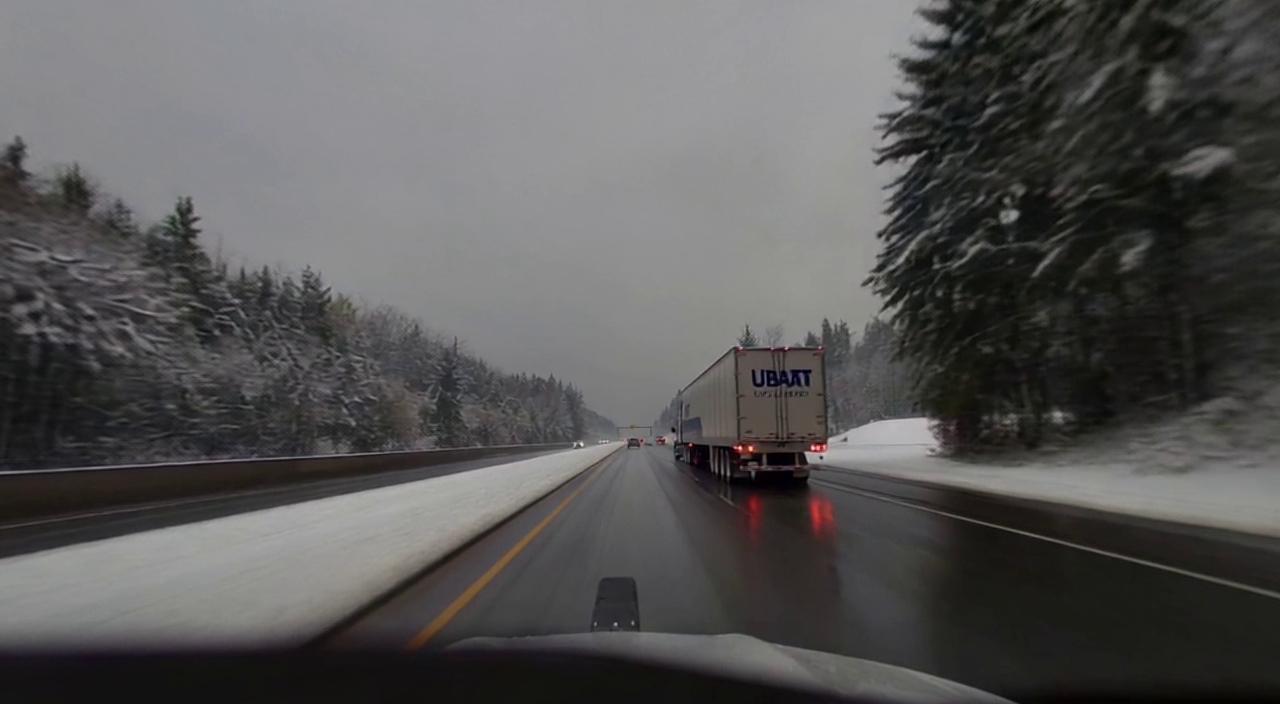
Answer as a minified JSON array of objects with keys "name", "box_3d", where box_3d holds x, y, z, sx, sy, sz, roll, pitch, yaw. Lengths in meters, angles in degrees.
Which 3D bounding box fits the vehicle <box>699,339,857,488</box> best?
[{"name":"vehicle","box_3d":[3.952,2.148,20.461,3.006,3.850,8.310,0,-8,-1]}]
